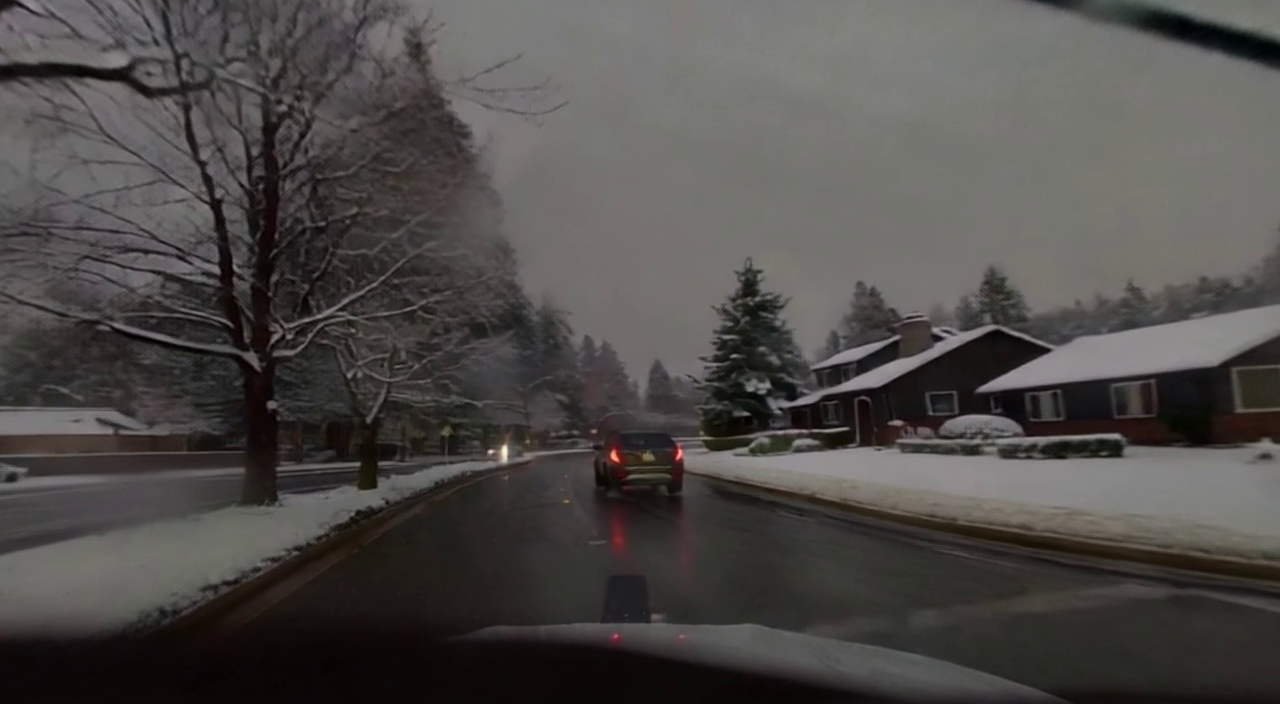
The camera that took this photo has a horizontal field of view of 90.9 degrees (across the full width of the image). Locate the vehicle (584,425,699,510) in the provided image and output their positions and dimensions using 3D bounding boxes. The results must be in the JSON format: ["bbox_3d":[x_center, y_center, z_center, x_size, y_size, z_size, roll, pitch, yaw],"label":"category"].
[{"bbox_3d":[-0.162,2.893,16.298,2.141,1.833,4.704,1,-9,-10],"label":"vehicle"}]

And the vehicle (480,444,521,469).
[{"bbox_3d":[-9.999,7.522,45.550,2.063,1.721,4.261,0,-9,-2],"label":"vehicle"}]
